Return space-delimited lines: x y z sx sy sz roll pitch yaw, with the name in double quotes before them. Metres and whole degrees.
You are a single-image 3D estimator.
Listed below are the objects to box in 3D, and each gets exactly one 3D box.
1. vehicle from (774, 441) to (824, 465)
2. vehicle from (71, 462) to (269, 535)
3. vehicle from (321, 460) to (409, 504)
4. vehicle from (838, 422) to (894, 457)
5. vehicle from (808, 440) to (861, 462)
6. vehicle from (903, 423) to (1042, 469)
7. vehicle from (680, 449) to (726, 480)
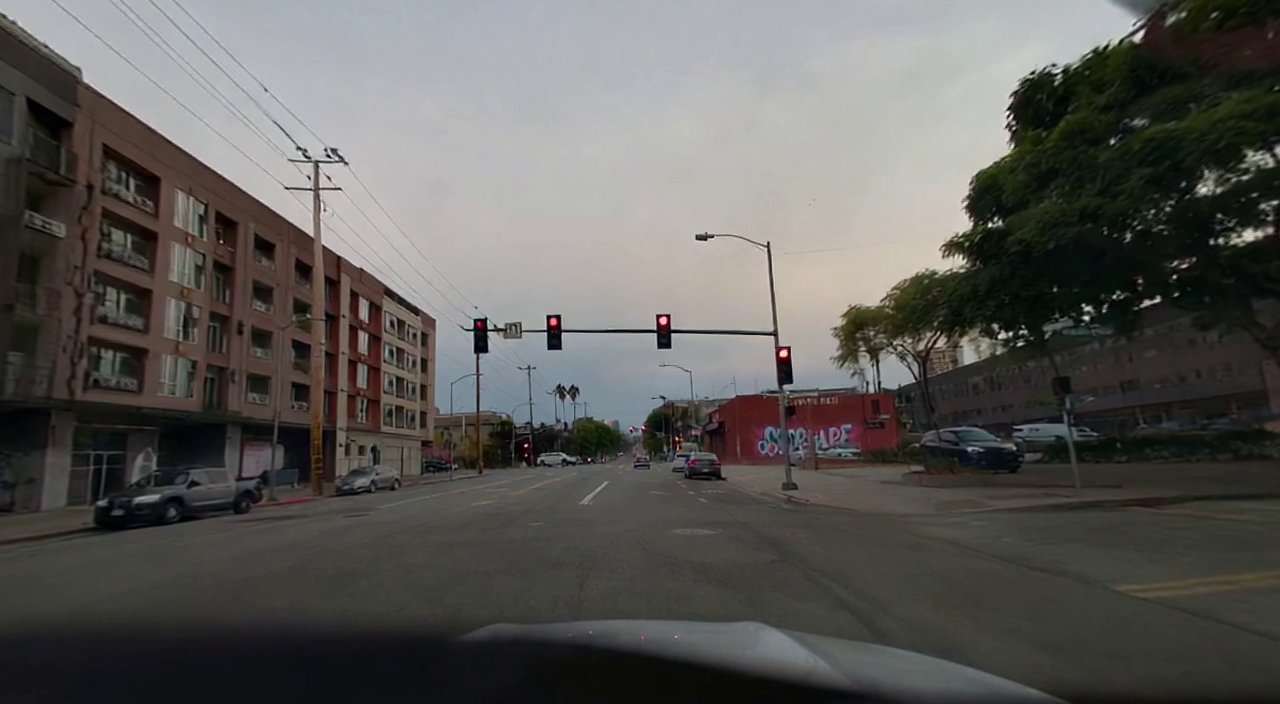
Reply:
"vehicle" 10.973 6.988 43.604 1.956 1.514 4.862 0 -9 -3
"vehicle" -15.243 4.719 20.956 2.107 1.914 5.567 0 -9 3
"vehicle" -15.250 7.181 35.213 2.048 1.814 5.998 -8 -9 1
"vehicle" 15.628 6.113 43.696 1.969 2.282 4.731 0 -9 -2
"vehicle" 13.302 6.817 43.254 1.819 1.450 4.707 1 -9 -5
"vehicle" 12.469 3.530 23.656 4.312 1.578 2.006 -6 -10 34
"vehicle" 3.360 6.105 34.221 2.062 1.535 4.206 0 -9 0
